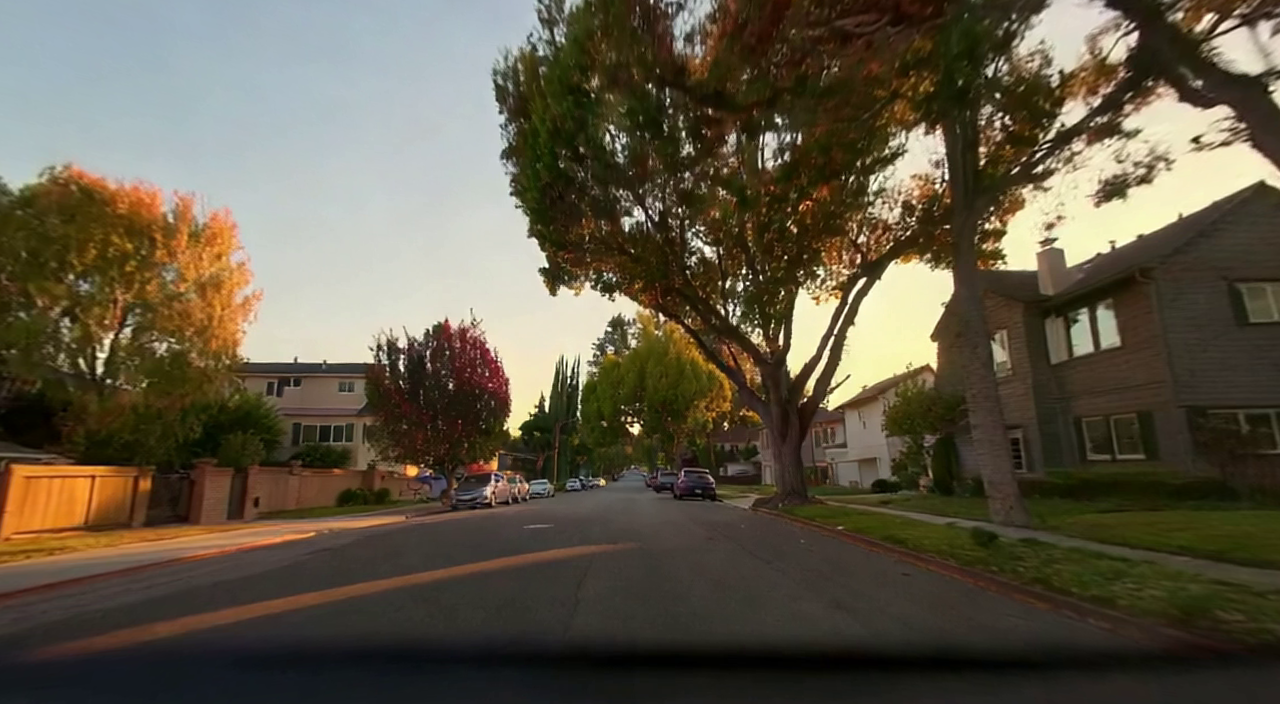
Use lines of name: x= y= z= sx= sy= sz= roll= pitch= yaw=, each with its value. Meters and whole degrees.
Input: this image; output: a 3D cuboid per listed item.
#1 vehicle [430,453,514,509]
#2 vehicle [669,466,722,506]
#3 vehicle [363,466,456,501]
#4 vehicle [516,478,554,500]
vehicle: x=-7.474 y=6.001 z=28.752 sx=2.408 sy=2.201 sz=5.646 roll=-1 pitch=-14 yaw=-2
vehicle: x=2.611 y=6.458 z=30.736 sx=2.050 sy=1.598 sz=4.590 roll=0 pitch=-8 yaw=-2
vehicle: x=-14.265 y=8.166 z=39.227 sx=4.891 sy=2.023 sz=2.200 roll=0 pitch=-8 yaw=1
vehicle: x=-7.781 y=10.295 z=47.028 sx=2.071 sy=1.481 sz=4.425 roll=0 pitch=-13 yaw=0
